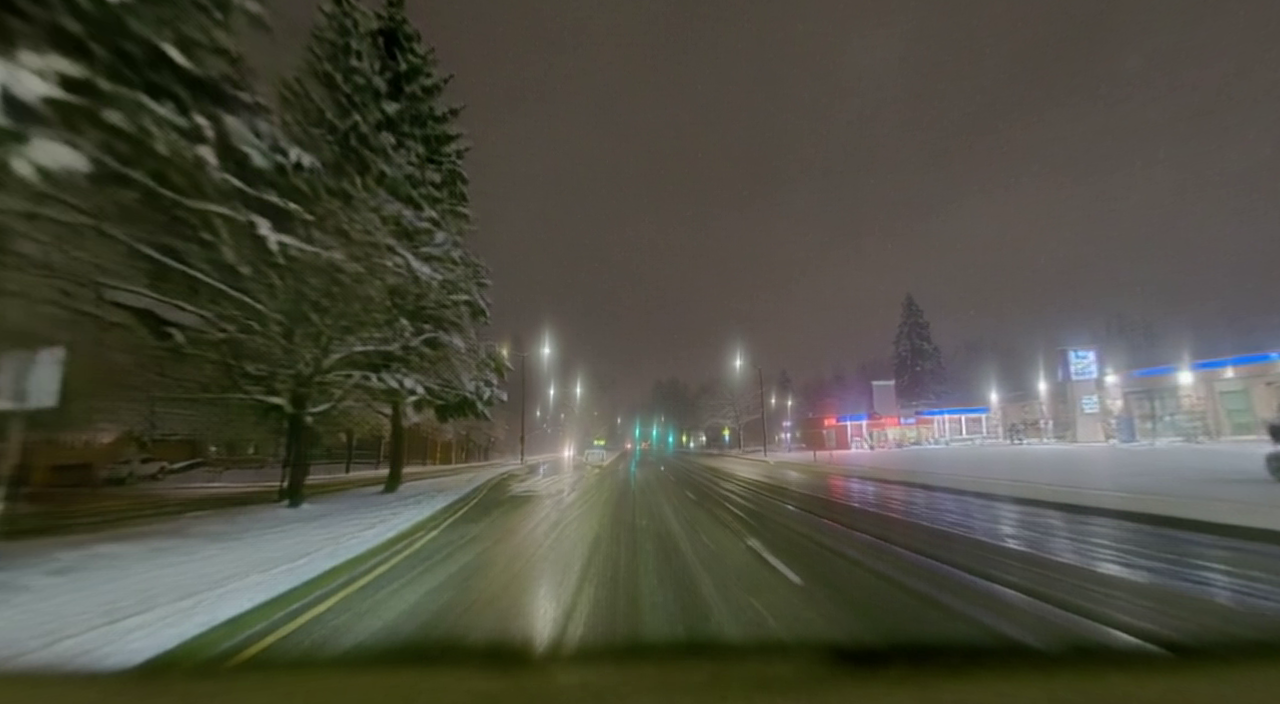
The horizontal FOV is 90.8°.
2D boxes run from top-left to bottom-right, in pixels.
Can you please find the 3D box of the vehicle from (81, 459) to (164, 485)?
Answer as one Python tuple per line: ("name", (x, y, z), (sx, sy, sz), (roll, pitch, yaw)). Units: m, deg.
("vehicle", (-37.290, 8.650, 45.583), (4.316, 1.603, 1.815), (-2, -9, -2))
